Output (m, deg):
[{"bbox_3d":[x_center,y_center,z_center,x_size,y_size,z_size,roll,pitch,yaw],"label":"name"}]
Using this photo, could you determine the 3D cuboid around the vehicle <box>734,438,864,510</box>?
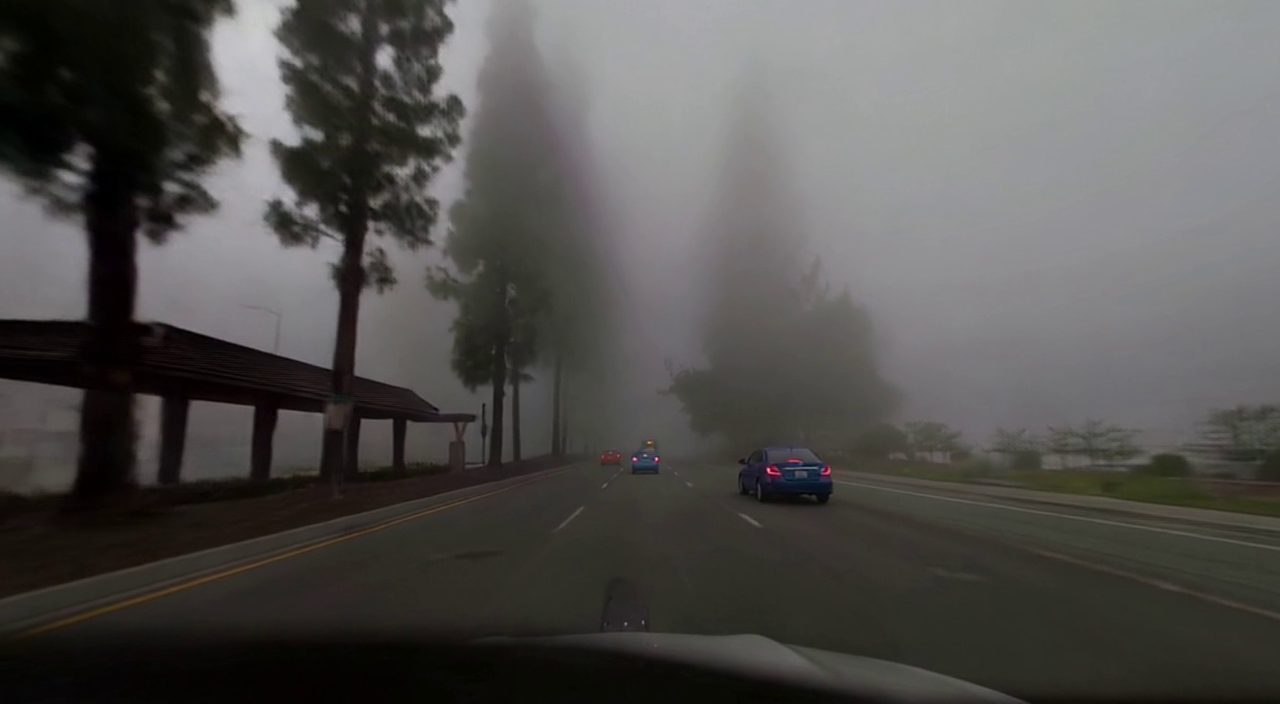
[{"bbox_3d":[3.696,2.908,15.537,2.067,1.497,4.327,0,-8,0],"label":"vehicle"}]

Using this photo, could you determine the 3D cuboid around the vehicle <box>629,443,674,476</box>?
[{"bbox_3d":[0.547,5.364,31.610,2.144,1.505,4.128,0,-8,0],"label":"vehicle"}]
